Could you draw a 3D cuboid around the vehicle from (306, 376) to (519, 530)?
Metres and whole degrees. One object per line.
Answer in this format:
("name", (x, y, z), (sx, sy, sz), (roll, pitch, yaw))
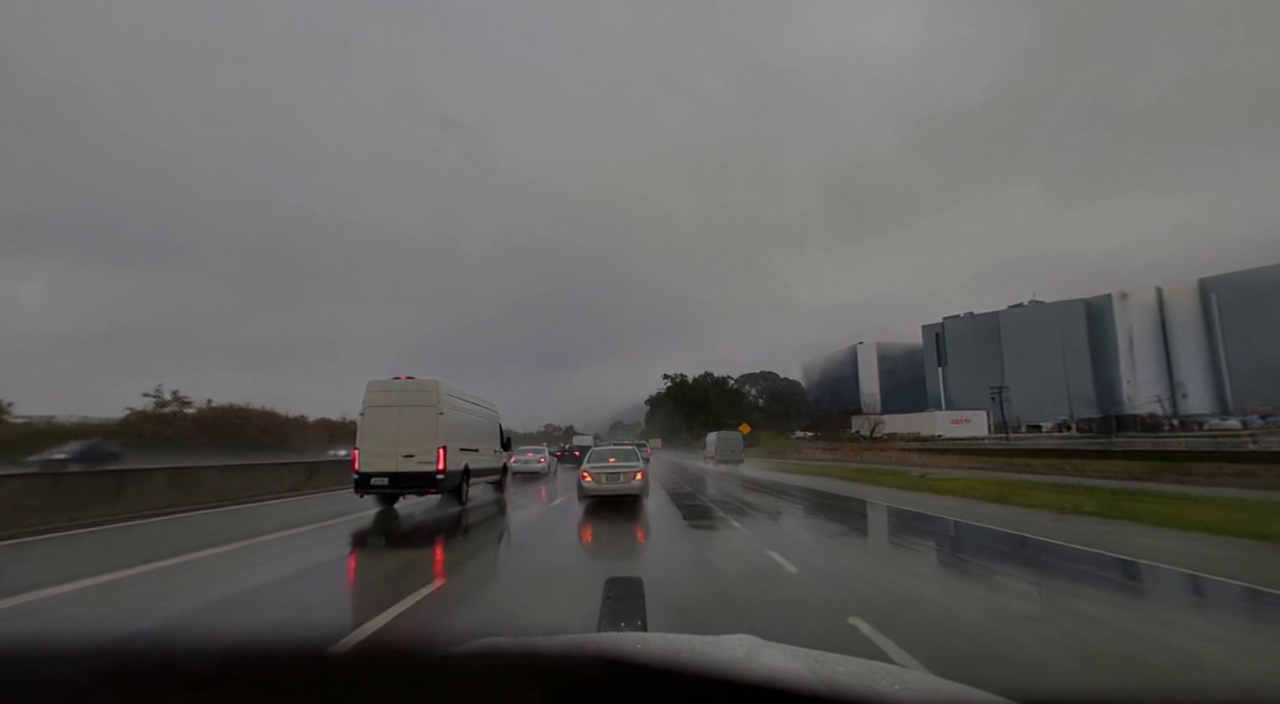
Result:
("vehicle", (-4.575, 2.261, 14.339), (2.248, 2.626, 6.837), (0, -9, 0))

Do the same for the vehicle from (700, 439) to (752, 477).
("vehicle", (4.262, 5.319, 31.769), (2.003, 1.754, 4.134), (0, -9, 0))

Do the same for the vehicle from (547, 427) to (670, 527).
("vehicle", (-0.533, 2.439, 12.745), (2.093, 1.695, 3.782), (0, -9, 0))
